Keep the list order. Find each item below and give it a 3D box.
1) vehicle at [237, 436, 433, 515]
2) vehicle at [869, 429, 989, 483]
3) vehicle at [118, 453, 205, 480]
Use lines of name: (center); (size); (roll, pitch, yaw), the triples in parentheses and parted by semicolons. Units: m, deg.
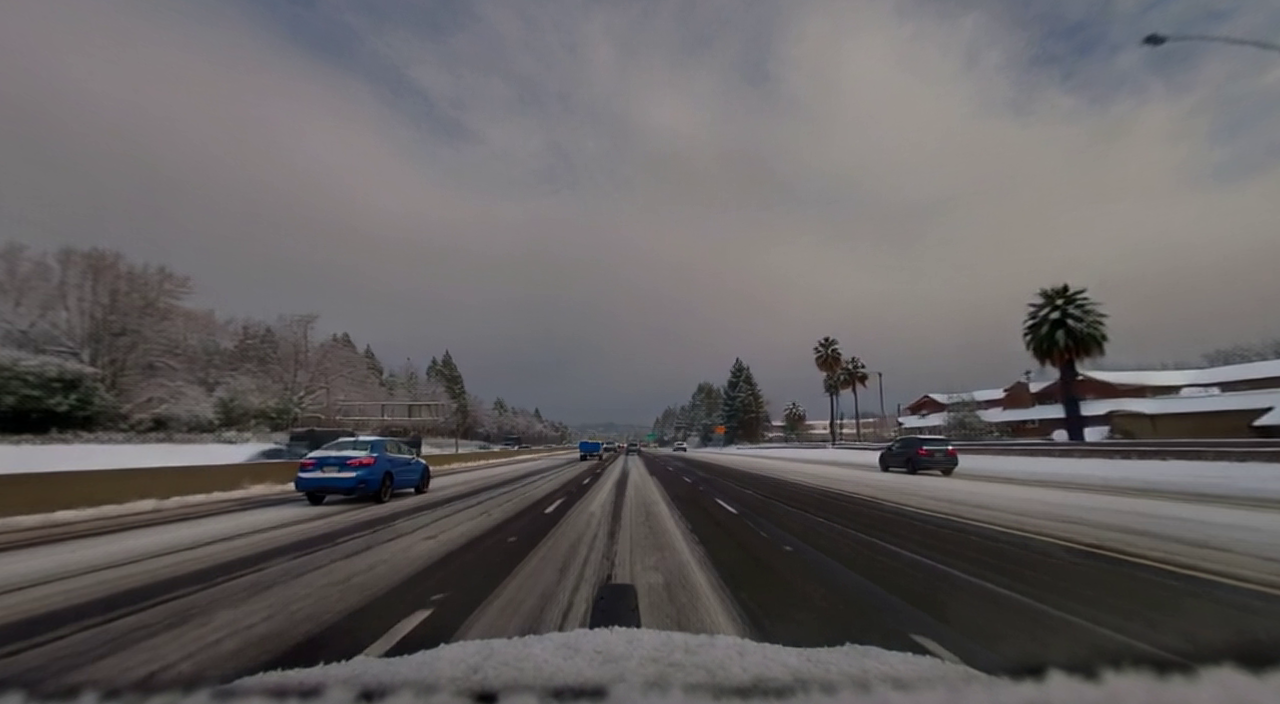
vehicle: (-6.659, 2.752, 14.609); (2.018, 1.480, 4.999); (0, -9, 0)
vehicle: (10.586, 3.851, 23.589); (2.168, 1.792, 4.457); (0, -9, -3)
vehicle: (-27.988, 6.691, 37.124); (1.778, 1.432, 4.199); (0, -9, 0)
